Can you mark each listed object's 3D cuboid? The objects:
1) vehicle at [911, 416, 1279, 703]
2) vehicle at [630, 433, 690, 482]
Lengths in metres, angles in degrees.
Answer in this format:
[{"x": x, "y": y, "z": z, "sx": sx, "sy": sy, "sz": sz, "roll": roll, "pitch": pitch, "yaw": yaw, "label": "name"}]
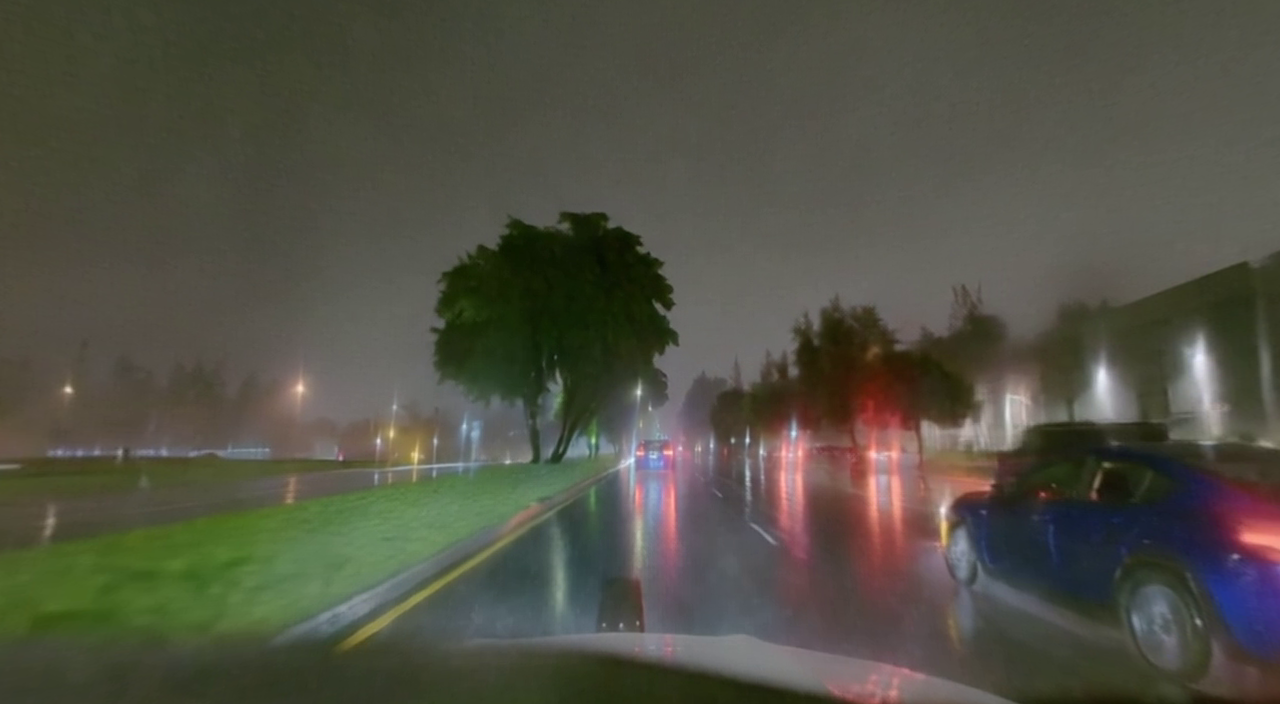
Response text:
[{"x": 3.854, "y": 1.239, "z": 4.465, "sx": 1.918, "sy": 1.418, "sz": 4.360, "roll": 0, "pitch": -8, "yaw": 0, "label": "vehicle"}, {"x": 0.719, "y": 4.038, "z": 24.371, "sx": 2.085, "sy": 1.693, "sz": 4.301, "roll": 0, "pitch": -8, "yaw": 0, "label": "vehicle"}]
